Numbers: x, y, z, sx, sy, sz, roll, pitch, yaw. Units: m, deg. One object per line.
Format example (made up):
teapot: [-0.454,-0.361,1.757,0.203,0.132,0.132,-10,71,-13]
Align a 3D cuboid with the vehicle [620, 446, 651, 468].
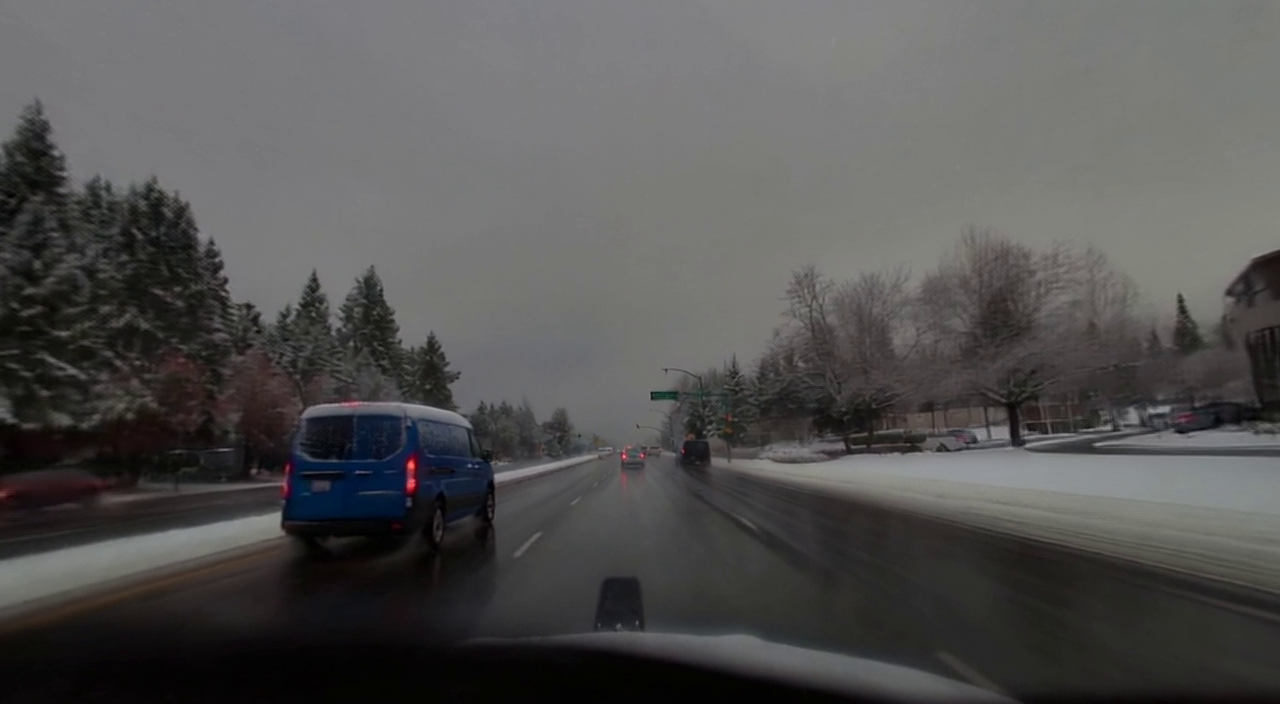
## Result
vehicle: [-0.343,7.265,43.802,2.039,1.455,3.826,0,-9,-2]

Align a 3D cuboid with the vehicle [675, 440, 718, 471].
vehicle: [3.434,6.412,39.360,2.181,1.781,4.257,0,-9,-2]

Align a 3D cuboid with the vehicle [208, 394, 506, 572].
vehicle: [-3.486,1.732,9.091,2.075,1.863,4.744,0,-9,0]

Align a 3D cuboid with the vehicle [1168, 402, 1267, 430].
vehicle: [44.058,4.961,48.426,2.456,1.814,5.503,-1,-9,2]
